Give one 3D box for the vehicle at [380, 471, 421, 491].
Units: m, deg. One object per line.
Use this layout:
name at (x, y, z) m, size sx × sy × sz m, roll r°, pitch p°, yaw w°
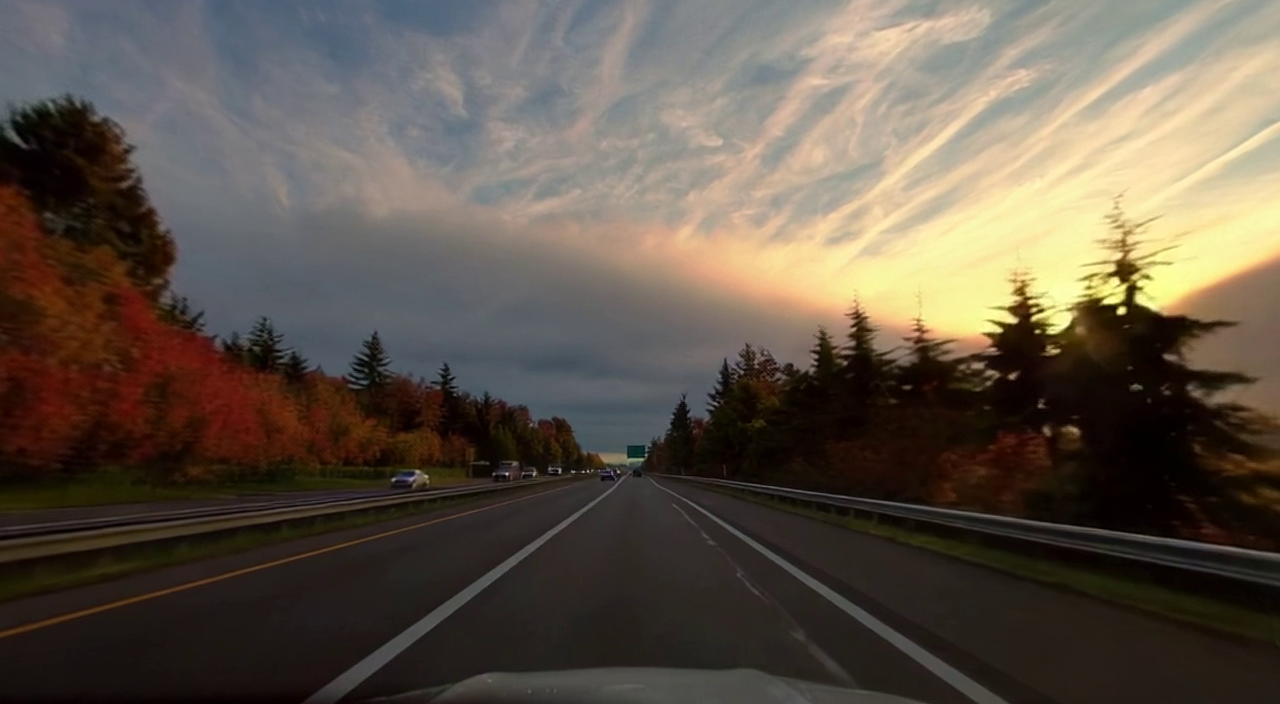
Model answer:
vehicle at (-18.228, 9.794, 48.025) m, size 1.726 × 1.426 × 3.490 m, roll 1°, pitch -11°, yaw 0°
